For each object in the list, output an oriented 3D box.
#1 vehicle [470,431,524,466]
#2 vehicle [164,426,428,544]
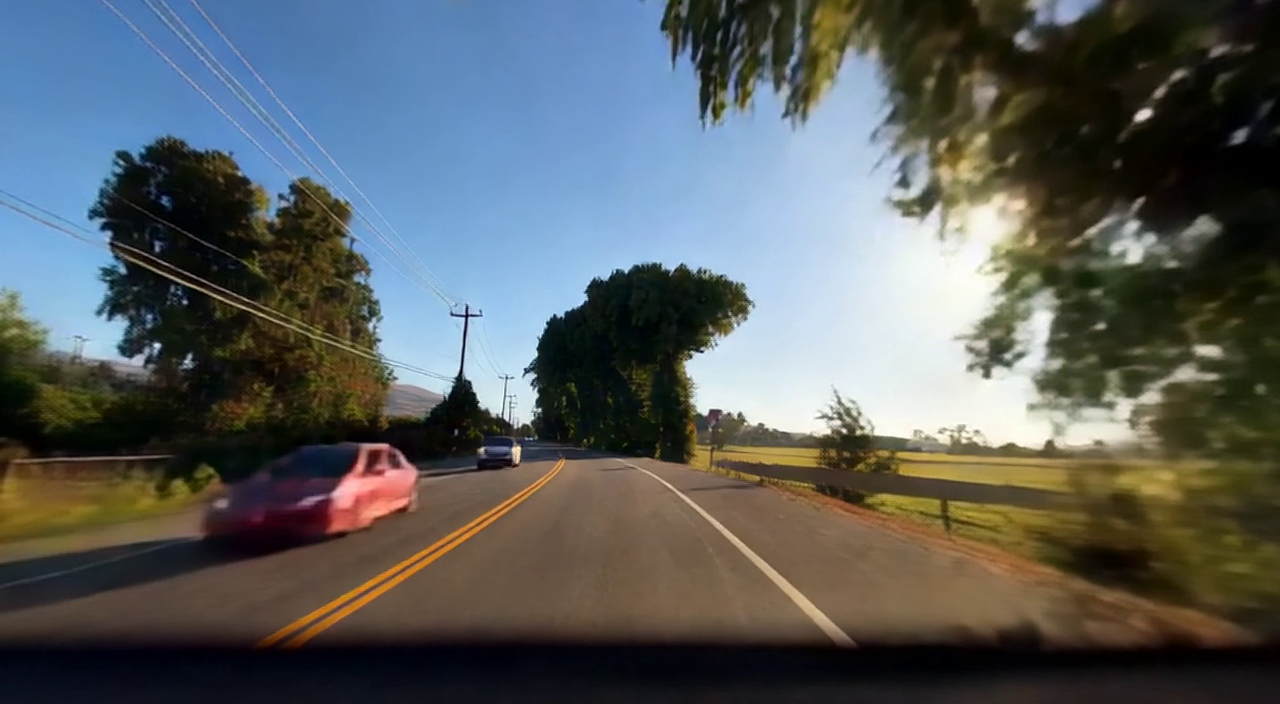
[{"bbox_3d":[-6.875,4.714,30.881,1.943,1.556,4.311,1,-8,-4],"label":"vehicle"},{"bbox_3d":[-5.146,2.020,10.338,1.965,1.486,4.385,1,-8,-2],"label":"vehicle"}]
